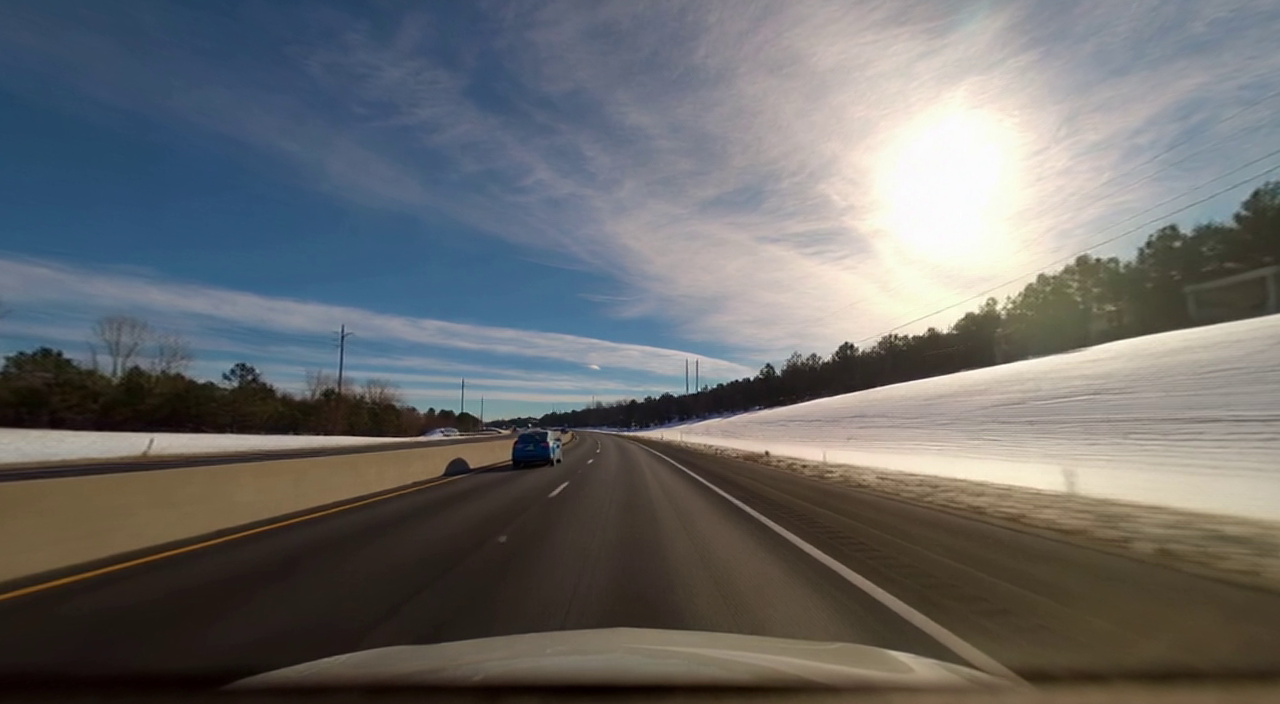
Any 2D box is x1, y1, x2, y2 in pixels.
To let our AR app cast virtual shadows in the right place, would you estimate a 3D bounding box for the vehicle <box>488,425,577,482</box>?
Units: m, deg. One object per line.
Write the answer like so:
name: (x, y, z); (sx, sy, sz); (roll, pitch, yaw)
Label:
vehicle: (-3.107, 3.024, 19.038); (1.999, 1.536, 3.969); (0, -8, 0)
